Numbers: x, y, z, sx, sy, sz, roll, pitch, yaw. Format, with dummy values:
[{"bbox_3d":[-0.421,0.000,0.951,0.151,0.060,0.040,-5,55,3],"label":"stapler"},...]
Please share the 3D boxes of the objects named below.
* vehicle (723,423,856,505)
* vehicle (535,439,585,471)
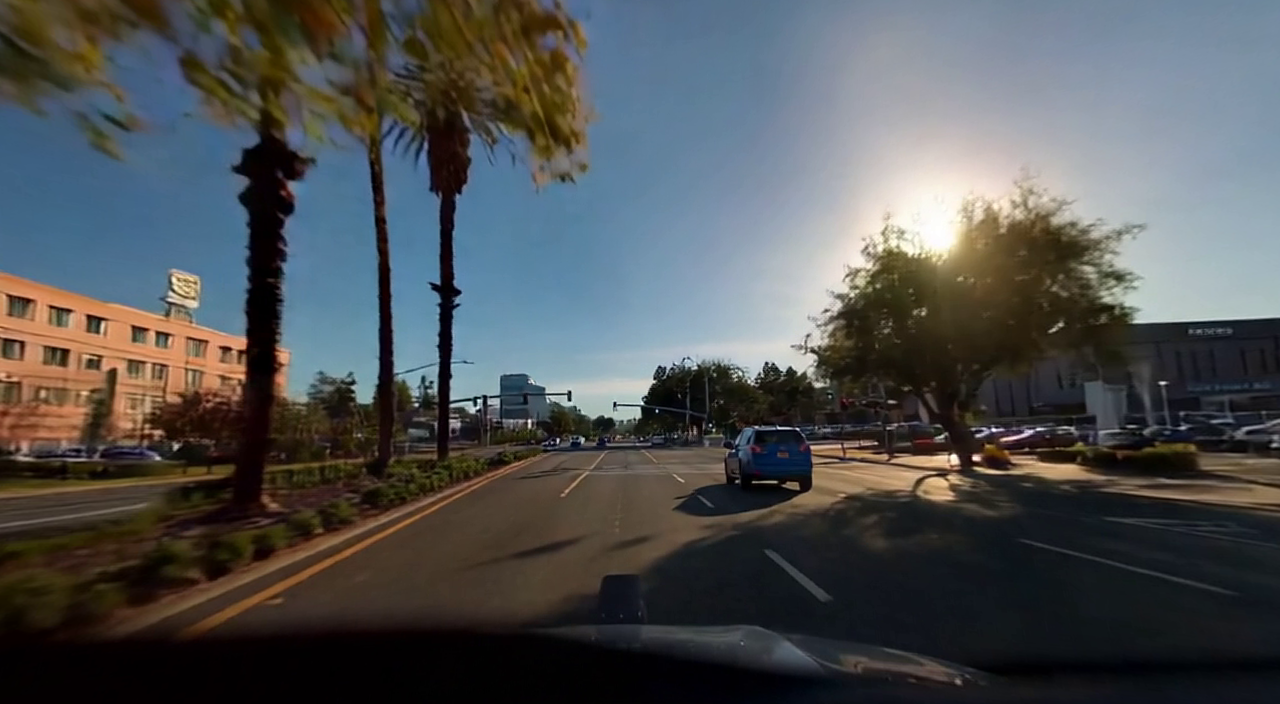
[{"bbox_3d":[3.385,2.630,15.230,2.072,1.696,4.177,0,-8,-1],"label":"vehicle"},{"bbox_3d":[-3.909,5.108,31.572,2.019,1.483,4.409,0,-8,-1],"label":"vehicle"}]
